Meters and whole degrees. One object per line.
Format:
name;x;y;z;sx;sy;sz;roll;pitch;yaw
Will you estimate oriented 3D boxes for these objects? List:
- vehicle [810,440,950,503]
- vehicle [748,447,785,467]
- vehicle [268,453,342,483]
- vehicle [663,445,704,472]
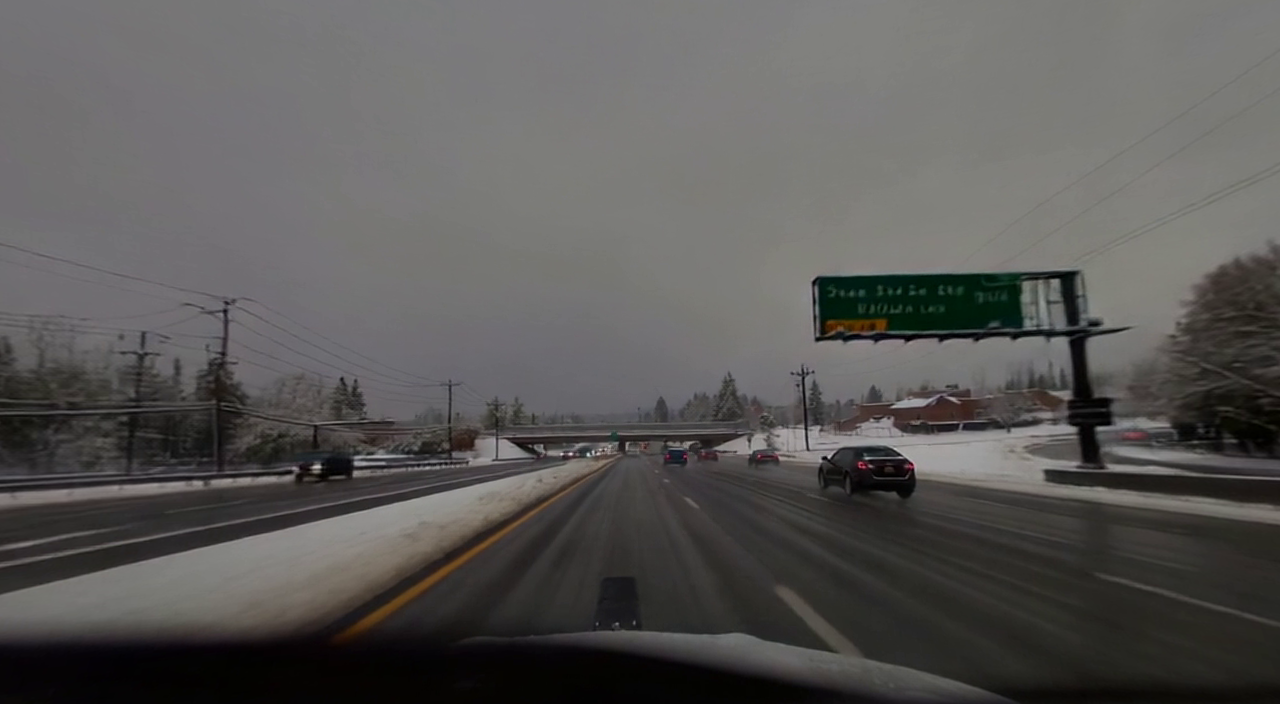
vehicle;6.318;3.176;17.295;1.952;1.489;4.483;0;-8;-2
vehicle;9.447;7.836;47.454;1.838;1.440;4.121;0;-8;-2
vehicle;-20.764;7.196;39.410;2.027;1.683;4.824;0;-8;-1
vehicle;2.627;6.529;39.058;1.993;1.507;4.594;0;-8;-2
